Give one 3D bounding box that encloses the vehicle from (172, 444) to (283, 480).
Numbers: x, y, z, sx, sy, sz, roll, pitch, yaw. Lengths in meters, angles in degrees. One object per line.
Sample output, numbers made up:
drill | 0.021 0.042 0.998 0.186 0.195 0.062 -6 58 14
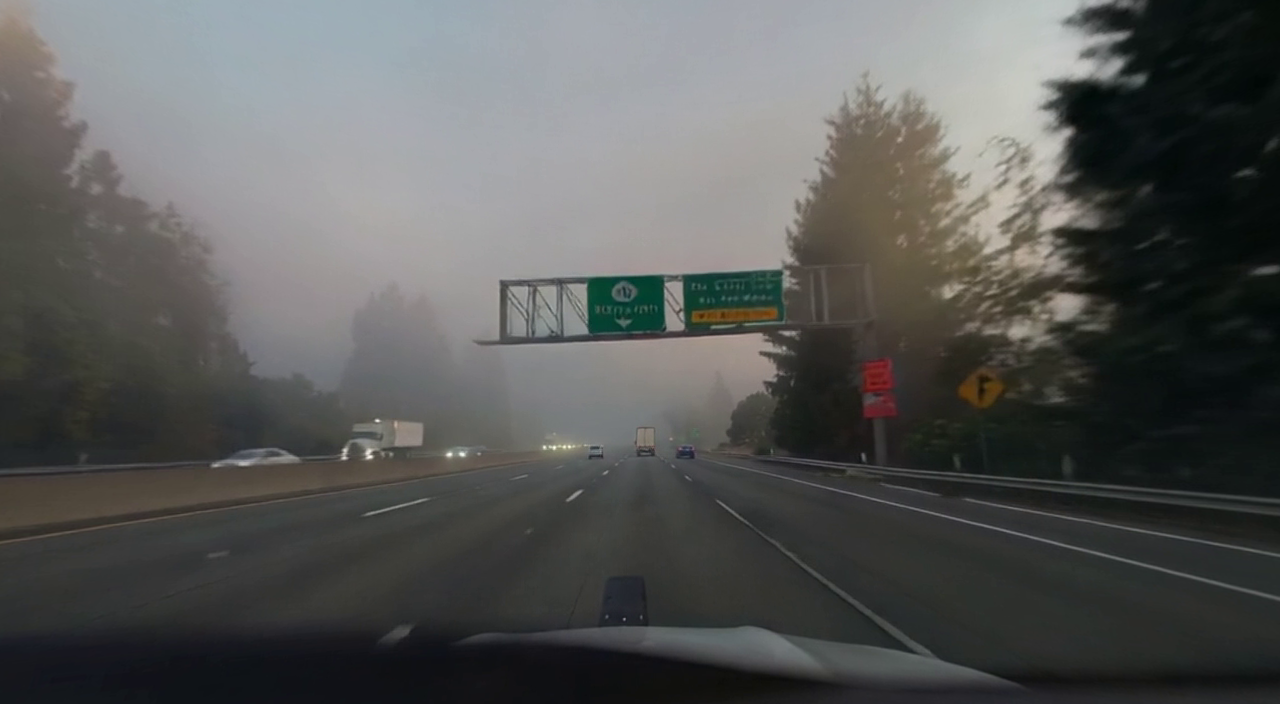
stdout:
vehicle | -19.547 5.197 30.147 2.023 1.591 4.712 0 -8 1
